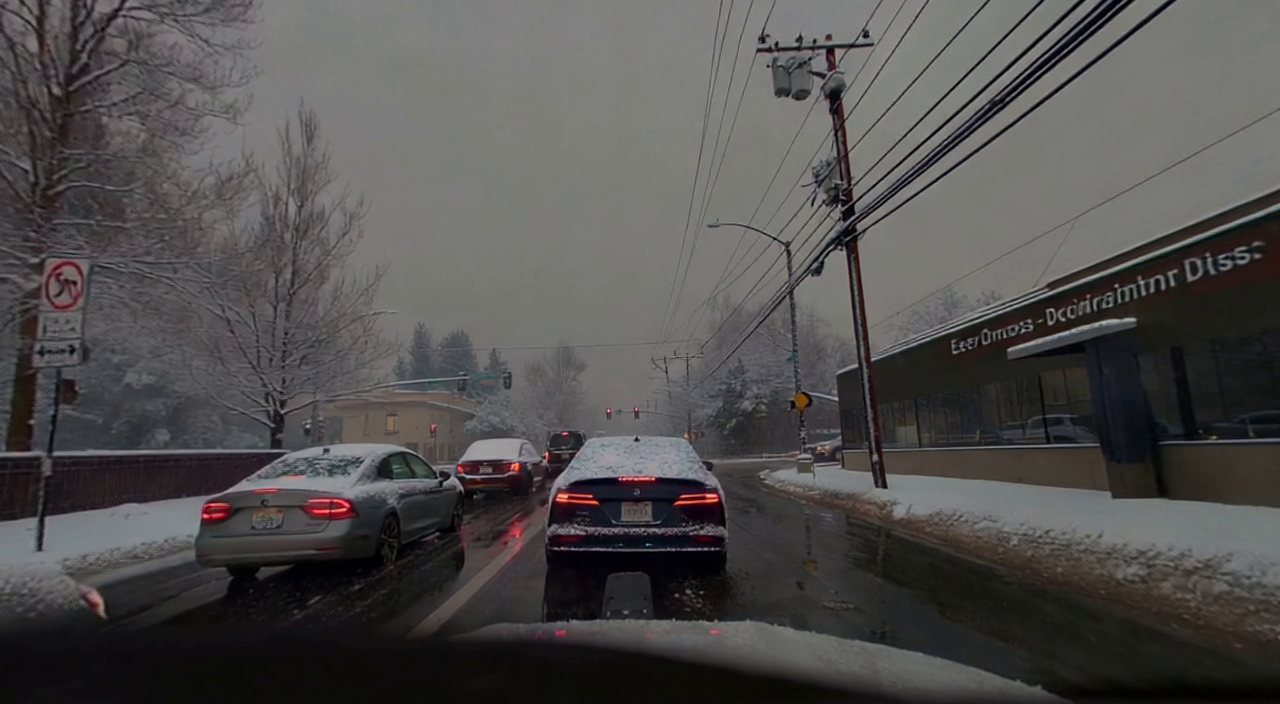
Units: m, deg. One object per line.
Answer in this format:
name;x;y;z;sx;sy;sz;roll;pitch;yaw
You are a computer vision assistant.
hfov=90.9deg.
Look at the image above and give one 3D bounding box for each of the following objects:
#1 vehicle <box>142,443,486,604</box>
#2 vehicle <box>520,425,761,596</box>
vehicle;-3.231;1.741;7.325;1.765;1.319;4.013;0;-9;2
vehicle;-0.010;1.680;7.538;2.101;1.469;3.955;0;-9;0
